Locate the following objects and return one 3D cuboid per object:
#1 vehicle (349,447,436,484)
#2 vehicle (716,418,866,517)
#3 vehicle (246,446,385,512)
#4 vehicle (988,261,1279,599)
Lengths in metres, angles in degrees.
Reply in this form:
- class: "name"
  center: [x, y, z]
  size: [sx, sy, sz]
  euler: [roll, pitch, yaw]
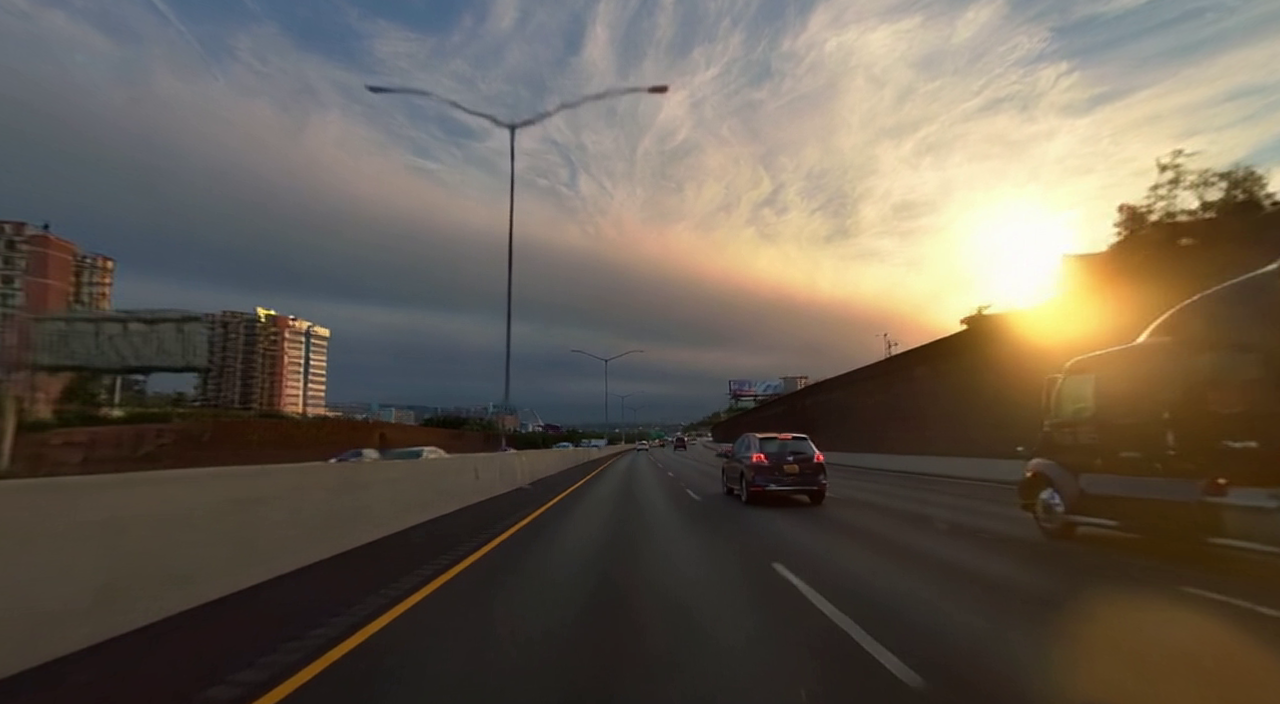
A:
- class: "vehicle"
  center: [-10.967, 5.044, 28.360]
  size: [2.140, 1.485, 4.360]
  euler: [0, -9, 0]
- class: "vehicle"
  center: [2.916, 2.350, 13.321]
  size: [1.973, 1.710, 4.476]
  euler: [0, -8, -1]
- class: "vehicle"
  center: [-7.640, 2.981, 15.227]
  size: [1.554, 1.386, 3.320]
  euler: [0, -8, 0]
- class: "vehicle"
  center: [7.118, 0.876, 6.855]
  size: [3.054, 2.924, 6.178]
  euler: [0, -9, 0]
